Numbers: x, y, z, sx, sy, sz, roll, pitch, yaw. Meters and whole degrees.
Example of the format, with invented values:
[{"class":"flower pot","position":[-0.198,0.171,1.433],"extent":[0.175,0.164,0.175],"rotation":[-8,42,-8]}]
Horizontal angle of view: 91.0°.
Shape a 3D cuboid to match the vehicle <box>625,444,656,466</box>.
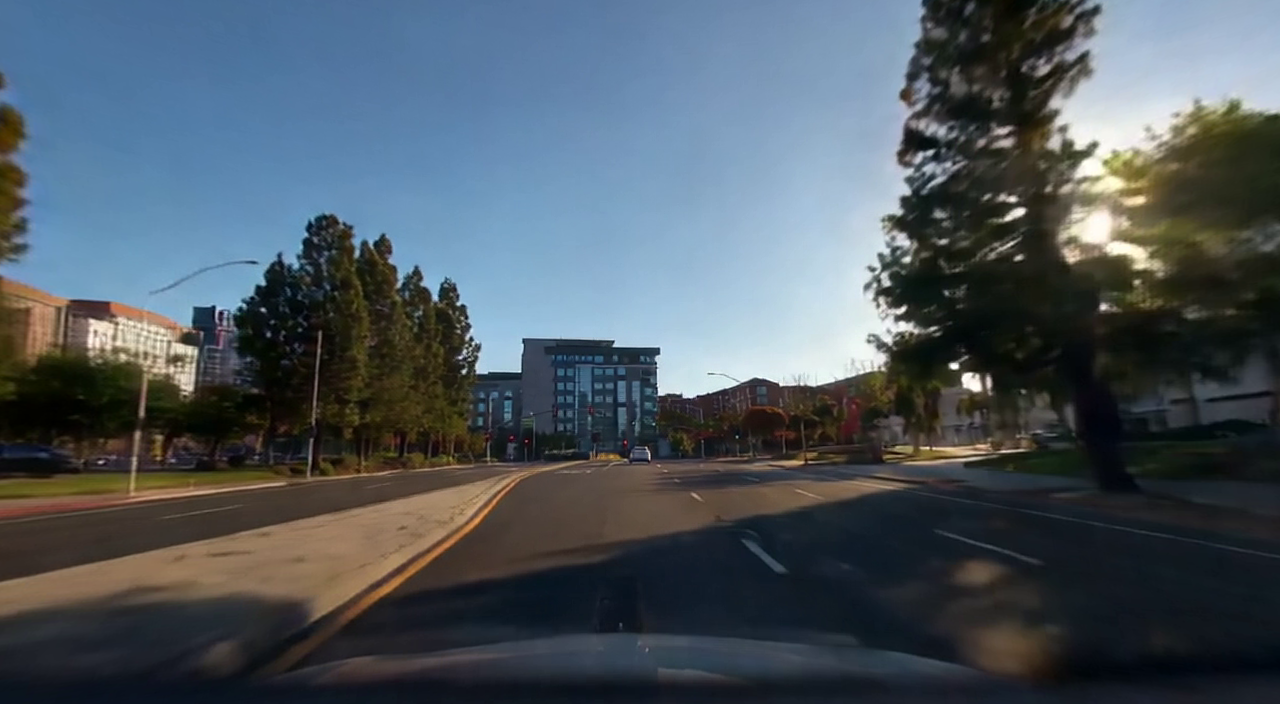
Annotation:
[{"class":"vehicle","position":[0.062,7.314,44.716],"extent":[2.064,1.477,3.968],"rotation":[0,-9,1]}]
